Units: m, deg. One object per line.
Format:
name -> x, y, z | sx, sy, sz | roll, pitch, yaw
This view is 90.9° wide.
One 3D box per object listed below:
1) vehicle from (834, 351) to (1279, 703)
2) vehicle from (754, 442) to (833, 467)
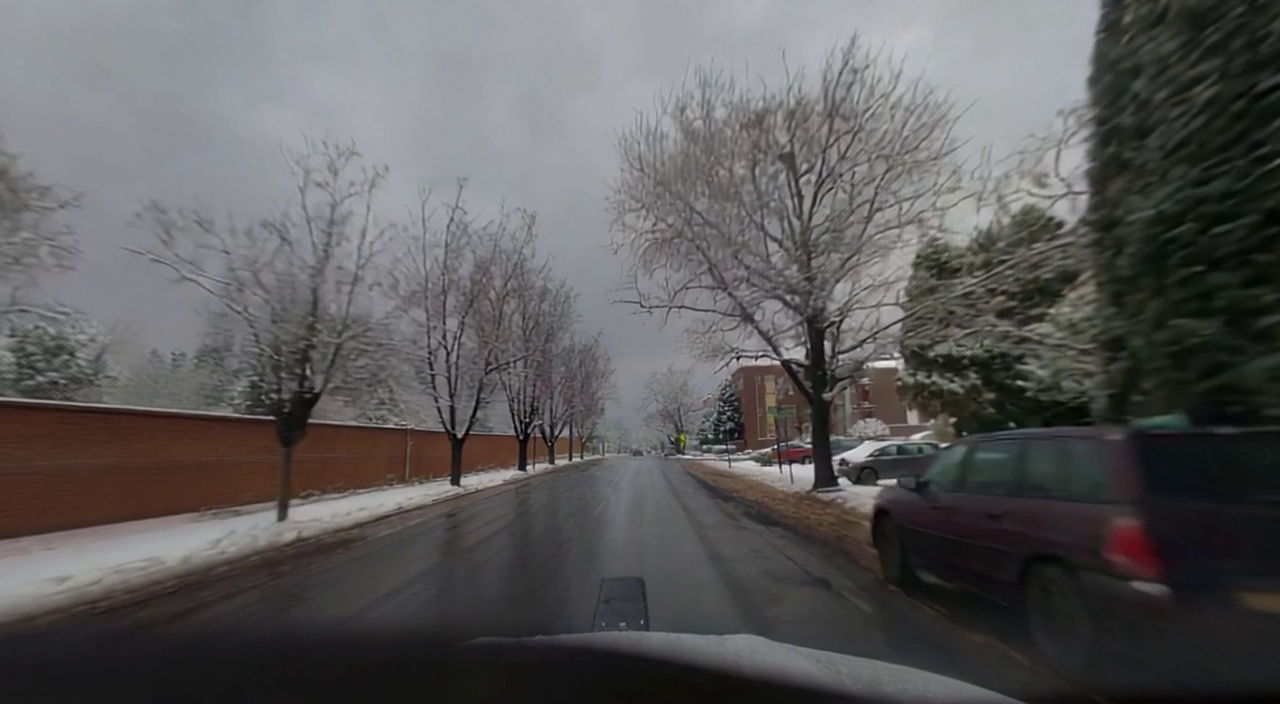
vehicle -> 3.403, 1.089, 4.105 | 2.161, 1.622, 6.732 | 0, -8, 0
vehicle -> 9.597, 6.454, 39.666 | 4.309, 1.442, 2.145 | -1, -10, -2
